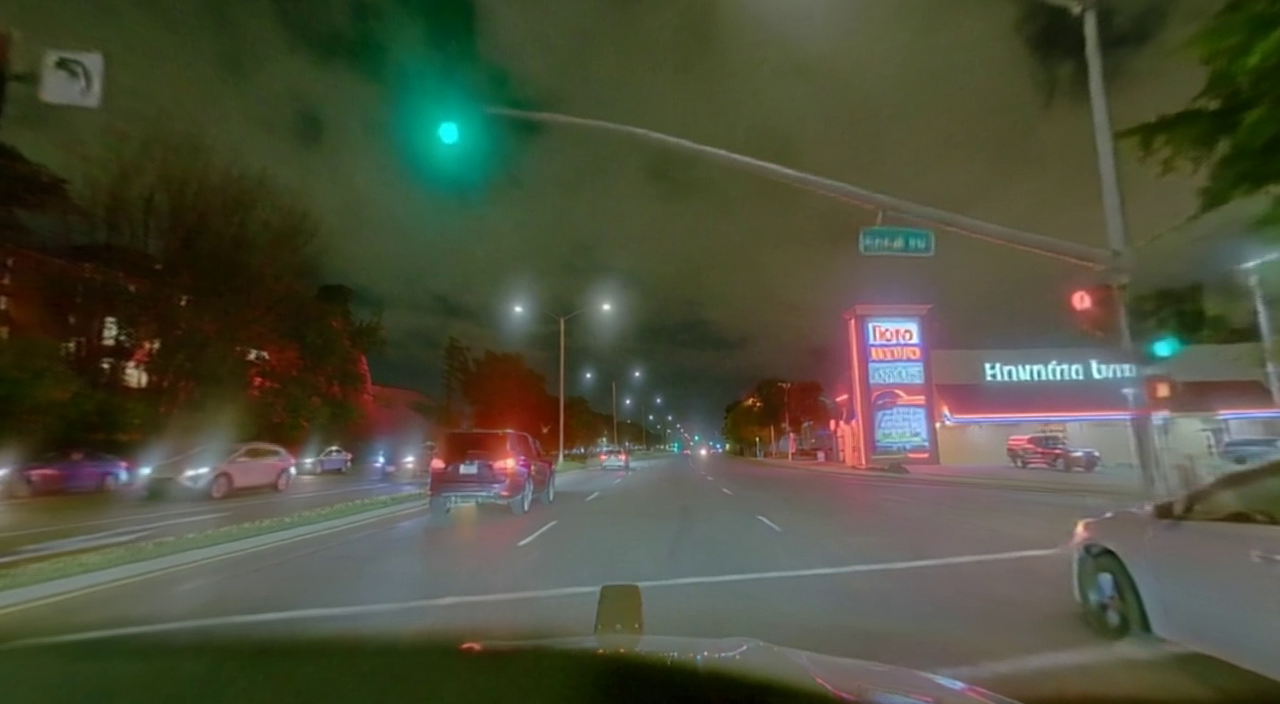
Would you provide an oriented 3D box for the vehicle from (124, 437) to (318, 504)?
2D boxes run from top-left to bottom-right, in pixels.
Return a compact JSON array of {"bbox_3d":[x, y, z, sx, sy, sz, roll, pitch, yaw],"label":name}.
[{"bbox_3d":[-11.664,3.312,18.126,2.150,1.627,4.737,-1,-8,3],"label":"vehicle"}]

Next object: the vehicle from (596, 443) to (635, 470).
[{"bbox_3d":[-1.502,6.620,40.257,1.976,1.571,4.649,-1,-9,4],"label":"vehicle"}]

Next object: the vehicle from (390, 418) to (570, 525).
[{"bbox_3d":[-3.058,2.445,13.477,2.305,1.833,4.912,-1,-9,3],"label":"vehicle"}]

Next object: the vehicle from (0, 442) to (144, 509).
[{"bbox_3d":[-15.090,2.955,15.419,2.079,1.464,4.574,-1,-9,3],"label":"vehicle"}]

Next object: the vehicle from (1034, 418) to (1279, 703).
[{"bbox_3d":[4.083,1.013,2.743,1.960,1.471,4.378,0,-8,1],"label":"vehicle"}]
